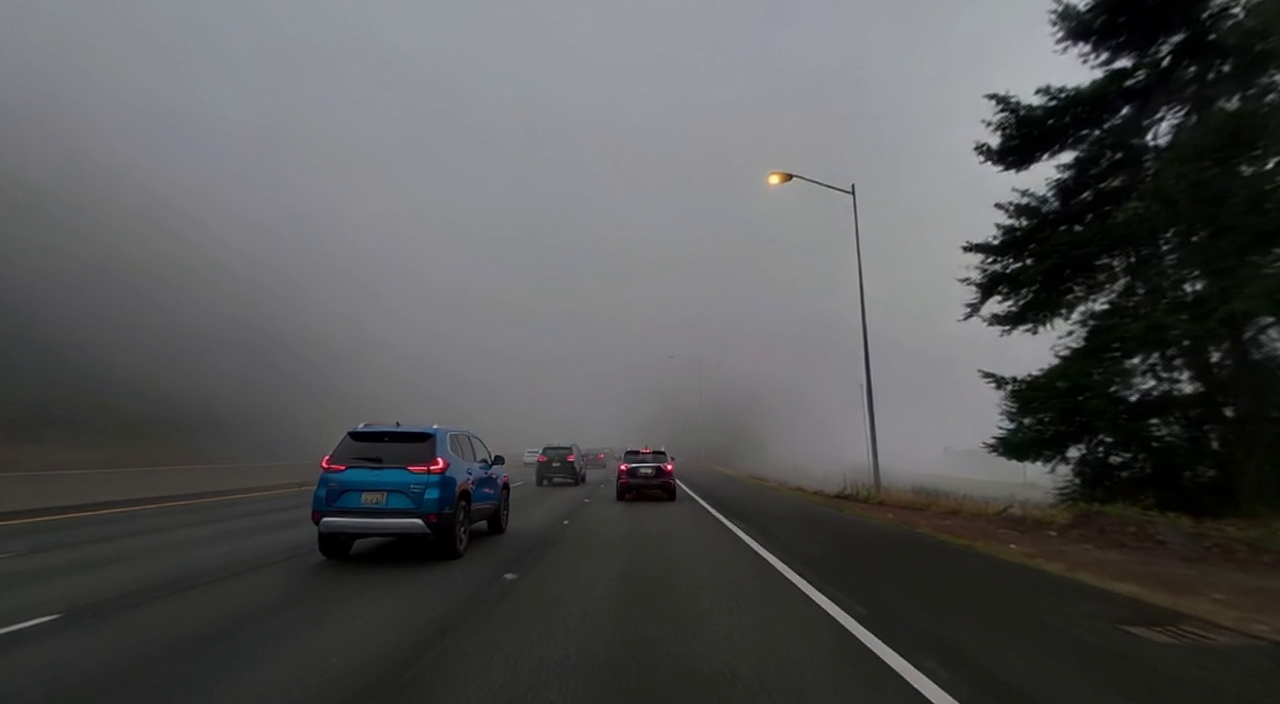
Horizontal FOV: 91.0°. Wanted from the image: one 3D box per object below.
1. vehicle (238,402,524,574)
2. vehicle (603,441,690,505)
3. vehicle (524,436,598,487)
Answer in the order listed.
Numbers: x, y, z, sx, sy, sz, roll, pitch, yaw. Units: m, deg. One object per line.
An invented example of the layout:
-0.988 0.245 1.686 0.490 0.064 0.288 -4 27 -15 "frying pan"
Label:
-3.132 1.755 8.796 2.123 1.798 4.108 0 -9 2 "vehicle"
0.135 3.193 16.997 2.068 1.488 4.045 0 -9 -1 "vehicle"
-2.942 4.228 24.602 2.125 1.771 4.721 0 -9 2 "vehicle"
